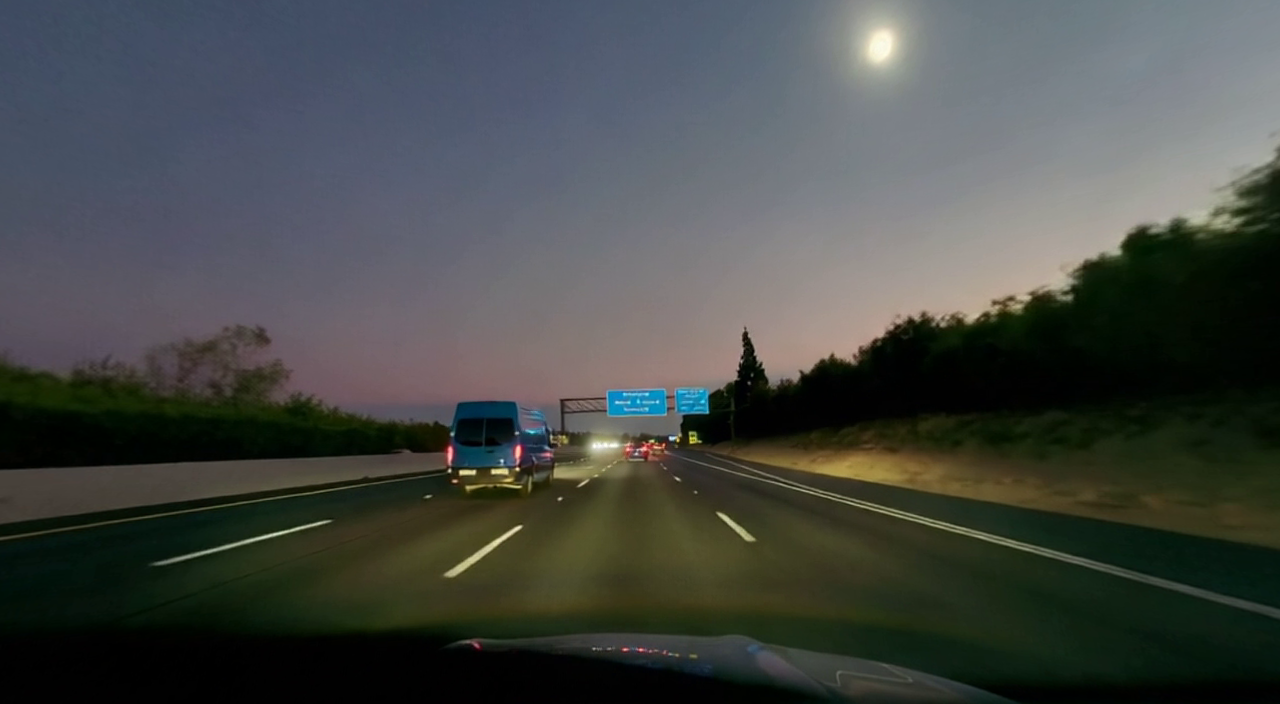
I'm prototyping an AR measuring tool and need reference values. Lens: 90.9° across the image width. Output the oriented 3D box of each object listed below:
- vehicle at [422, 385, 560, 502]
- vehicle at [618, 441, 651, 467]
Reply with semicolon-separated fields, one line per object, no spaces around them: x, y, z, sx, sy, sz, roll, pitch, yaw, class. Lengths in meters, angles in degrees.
-3.872;2.597;17.829;2.382;2.736;5.982;0;-9;0;vehicle
-0.357;6.989;43.238;2.183;1.662;3.968;0;-9;0;vehicle
